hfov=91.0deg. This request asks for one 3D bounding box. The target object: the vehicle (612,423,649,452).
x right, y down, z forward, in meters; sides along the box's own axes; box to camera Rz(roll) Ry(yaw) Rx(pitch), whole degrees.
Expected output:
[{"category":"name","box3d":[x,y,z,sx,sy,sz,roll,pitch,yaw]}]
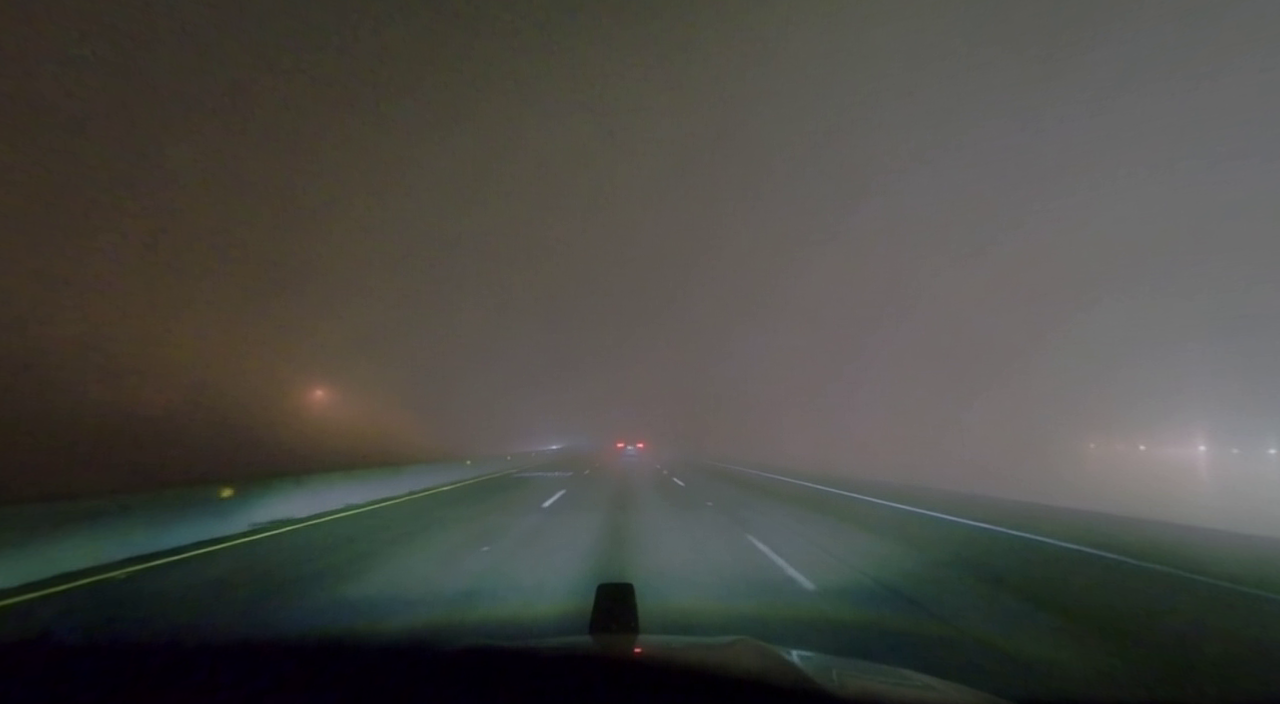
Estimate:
[{"category":"vehicle","box3d":[-0.662,5.283,38.832,2.157,1.647,4.524,0,-8,-3]}]
